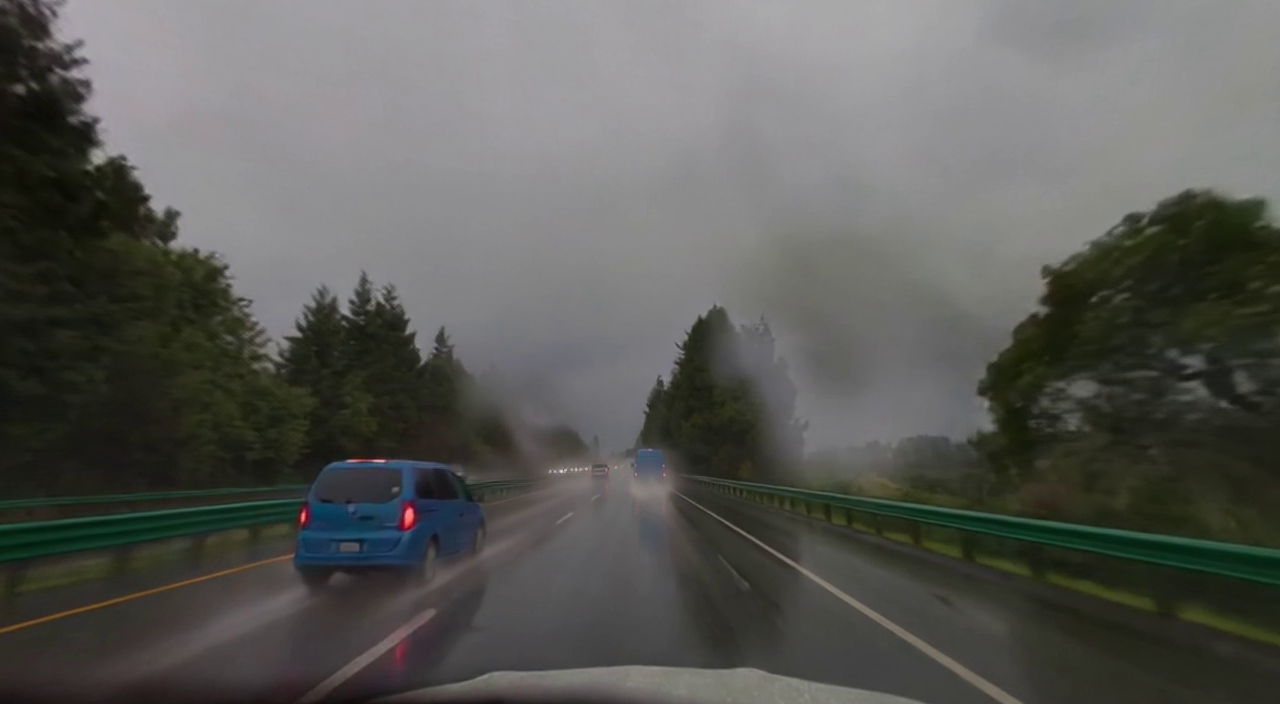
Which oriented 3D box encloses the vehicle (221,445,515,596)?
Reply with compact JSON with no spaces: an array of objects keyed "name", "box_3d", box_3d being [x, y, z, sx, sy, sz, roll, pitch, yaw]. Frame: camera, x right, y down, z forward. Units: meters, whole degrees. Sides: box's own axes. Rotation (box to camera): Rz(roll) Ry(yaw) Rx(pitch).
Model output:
[{"name":"vehicle","box_3d":[-3.206,2.126,8.668,2.038,1.490,4.391,1,-11,0]}]
